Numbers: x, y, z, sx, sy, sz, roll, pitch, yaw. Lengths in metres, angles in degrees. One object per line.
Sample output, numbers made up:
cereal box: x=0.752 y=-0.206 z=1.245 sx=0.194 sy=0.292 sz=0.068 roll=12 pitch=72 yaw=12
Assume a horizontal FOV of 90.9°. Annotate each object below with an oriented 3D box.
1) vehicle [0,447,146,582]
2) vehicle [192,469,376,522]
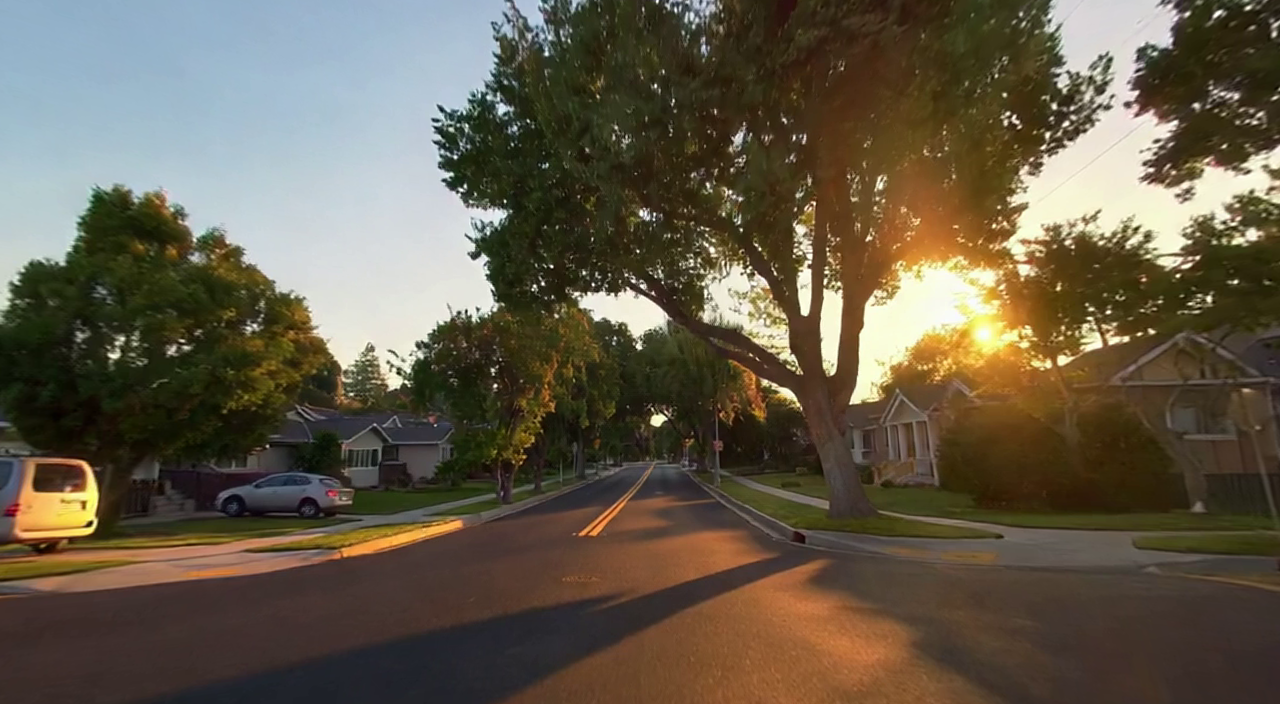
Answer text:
vehicle: x=-11.380 y=2.567 z=10.511 sx=4.463 sy=1.948 sz=2.114 roll=0 pitch=-8 yaw=2
vehicle: x=-11.114 y=4.496 z=19.905 sx=4.659 sy=1.464 sz=1.930 roll=0 pitch=-9 yaw=3
